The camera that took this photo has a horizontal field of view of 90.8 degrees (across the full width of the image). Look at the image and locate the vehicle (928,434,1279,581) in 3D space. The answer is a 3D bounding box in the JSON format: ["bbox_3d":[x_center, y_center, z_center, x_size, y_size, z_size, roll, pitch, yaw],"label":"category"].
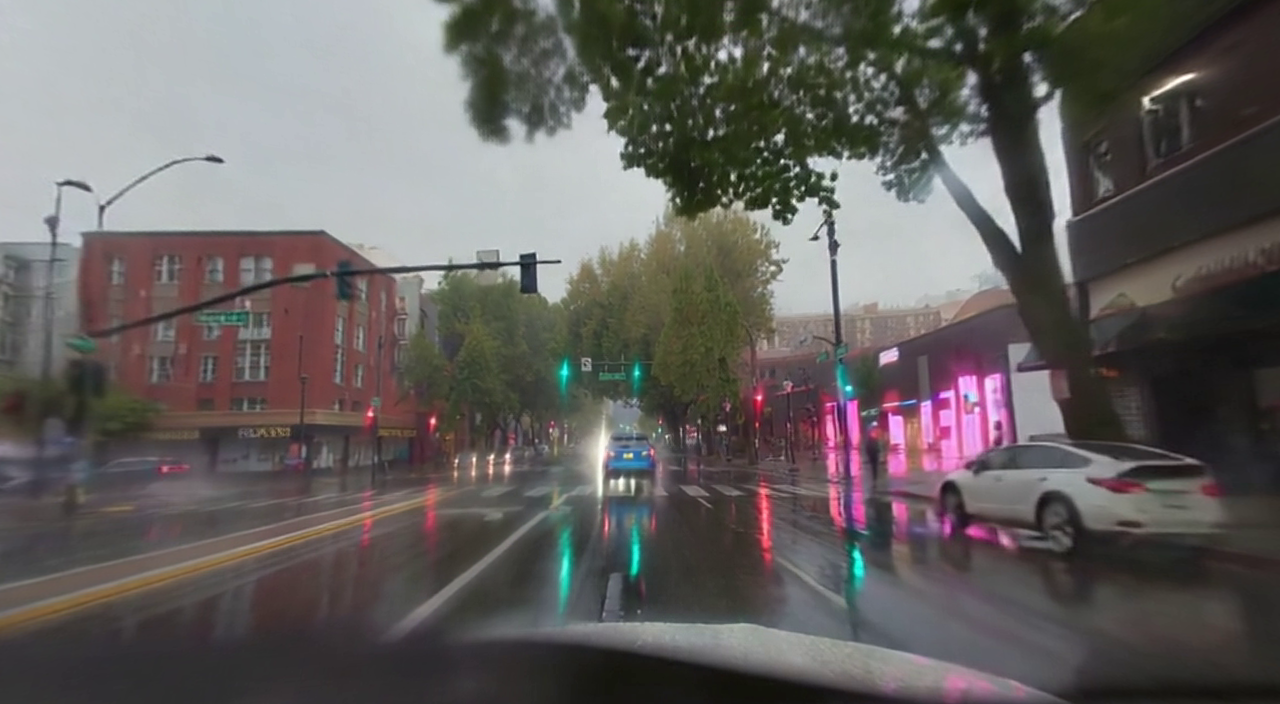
[{"bbox_3d":[6.049,1.944,8.796,1.986,1.515,4.265,0,-8,-1],"label":"vehicle"}]

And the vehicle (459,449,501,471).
[{"bbox_3d":[-11.931,8.049,47.321,1.972,1.475,4.381,0,-8,0],"label":"vehicle"}]

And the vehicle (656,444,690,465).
[{"bbox_3d":[2.459,7.676,47.635,2.209,1.478,4.138,0,-8,-2],"label":"vehicle"}]

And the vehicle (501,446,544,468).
[{"bbox_3d":[-8.471,7.613,45.919,2.152,1.468,4.737,0,-8,0],"label":"vehicle"}]

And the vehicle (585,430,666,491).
[{"bbox_3d":[-0.465,3.552,21.033,2.382,1.796,4.610,0,-8,-1],"label":"vehicle"}]

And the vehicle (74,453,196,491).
[{"bbox_3d":[-25.142,5.958,31.546,4.427,1.757,2.125,-1,-9,7],"label":"vehicle"}]

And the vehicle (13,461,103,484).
[{"bbox_3d":[-43.078,8.926,46.802,4.641,1.566,1.883,0,-8,-3],"label":"vehicle"}]
